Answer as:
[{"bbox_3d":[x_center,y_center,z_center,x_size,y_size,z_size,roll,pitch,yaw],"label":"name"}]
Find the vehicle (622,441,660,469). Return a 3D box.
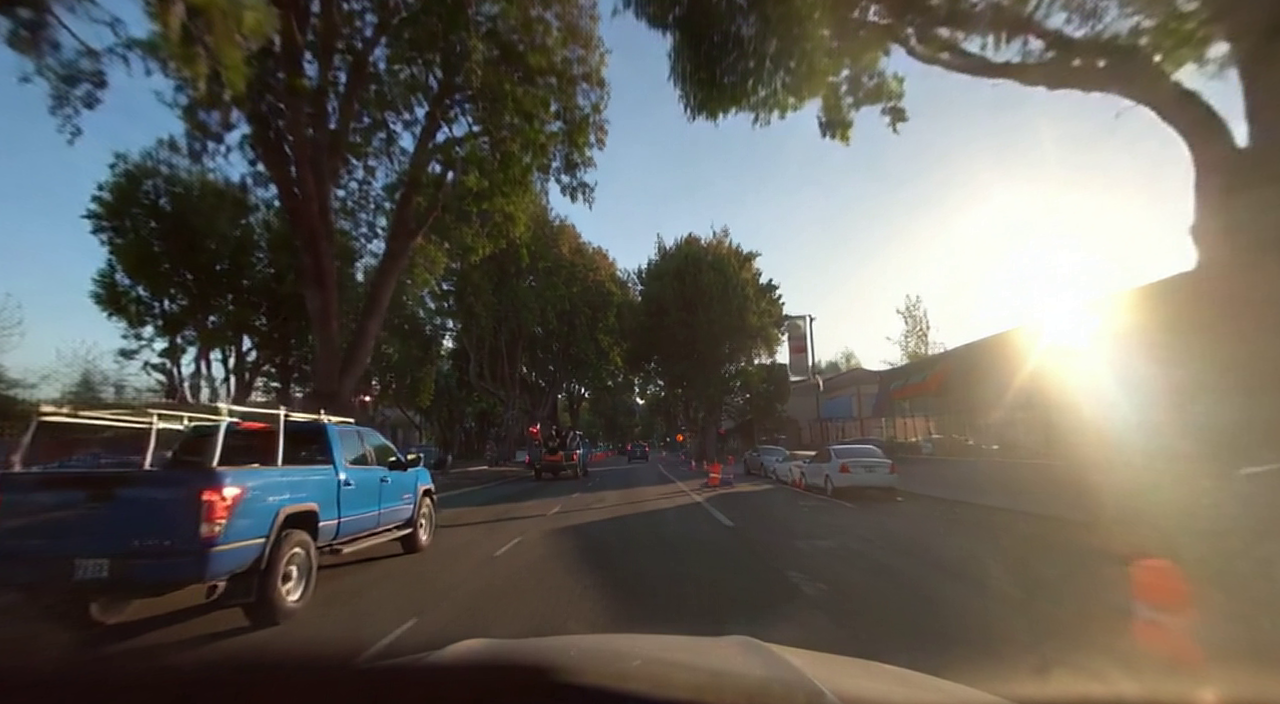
[{"bbox_3d":[-0.018,6.977,42.829,2.413,1.748,4.406,0,-9,-2],"label":"vehicle"}]

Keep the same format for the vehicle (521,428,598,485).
[{"bbox_3d":[-3.186,4.306,26.328,2.424,2.063,5.678,0,-9,1],"label":"vehicle"}]

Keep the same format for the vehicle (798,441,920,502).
[{"bbox_3d":[6.055,3.338,18.128,2.045,1.505,4.615,-1,-9,3],"label":"vehicle"}]

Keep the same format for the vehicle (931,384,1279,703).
[{"bbox_3d":[4.230,1.214,4.752,2.082,1.601,4.451,-1,-9,2],"label":"vehicle"}]

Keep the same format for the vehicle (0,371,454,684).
[{"bbox_3d":[-3.585,1.326,5.889,2.327,1.775,4.430,0,-9,0],"label":"vehicle"}]
